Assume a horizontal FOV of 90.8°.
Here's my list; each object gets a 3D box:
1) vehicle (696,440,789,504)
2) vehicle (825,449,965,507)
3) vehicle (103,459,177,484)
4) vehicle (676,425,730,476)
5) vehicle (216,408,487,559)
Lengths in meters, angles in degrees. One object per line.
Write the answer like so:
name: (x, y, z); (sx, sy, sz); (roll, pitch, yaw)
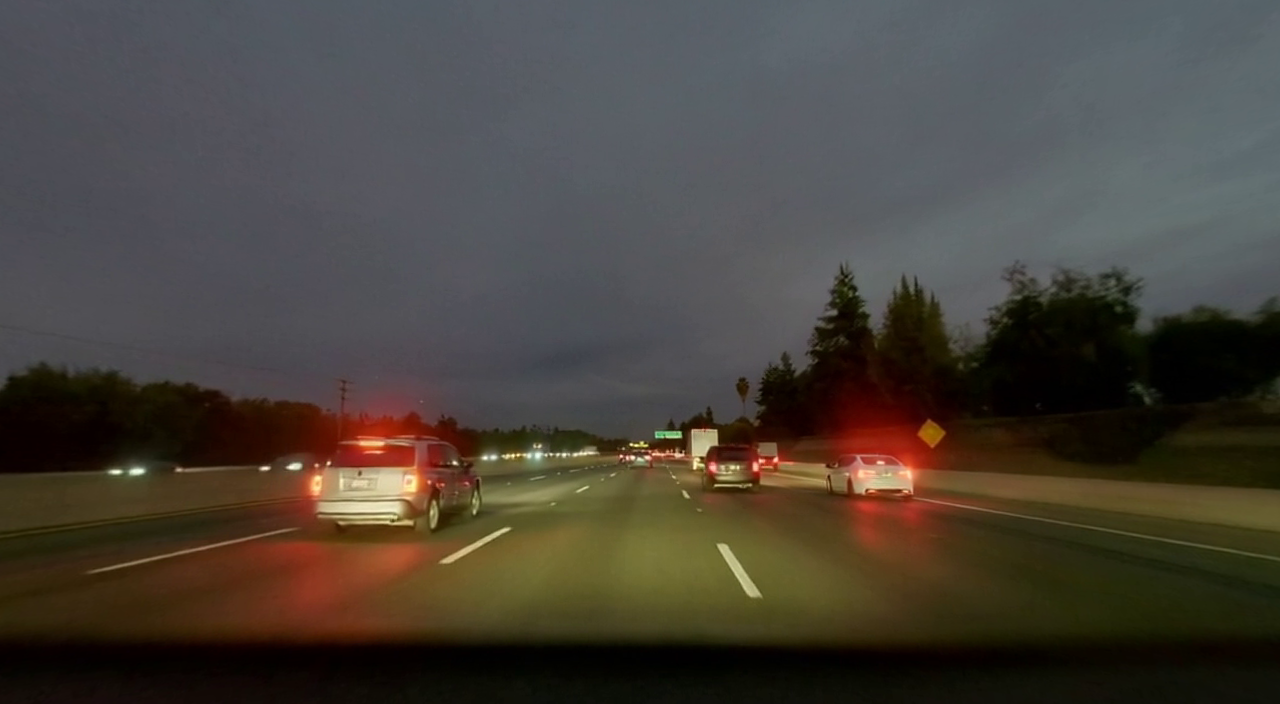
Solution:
vehicle: (3.023, 3.639, 19.634); (2.103, 1.717, 4.399); (0, -9, -1)
vehicle: (7.271, 3.611, 18.666); (2.146, 1.482, 4.665); (0, -9, -1)
vehicle: (-29.978, 7.152, 38.001); (1.570, 1.353, 3.376); (0, -9, 2)
vehicle: (4.373, 7.145, 46.039); (2.954, 3.223, 10.034); (0, -9, 1)
vehicle: (-4.308, 2.060, 10.692); (2.036, 1.892, 5.214); (0, -9, 1)
